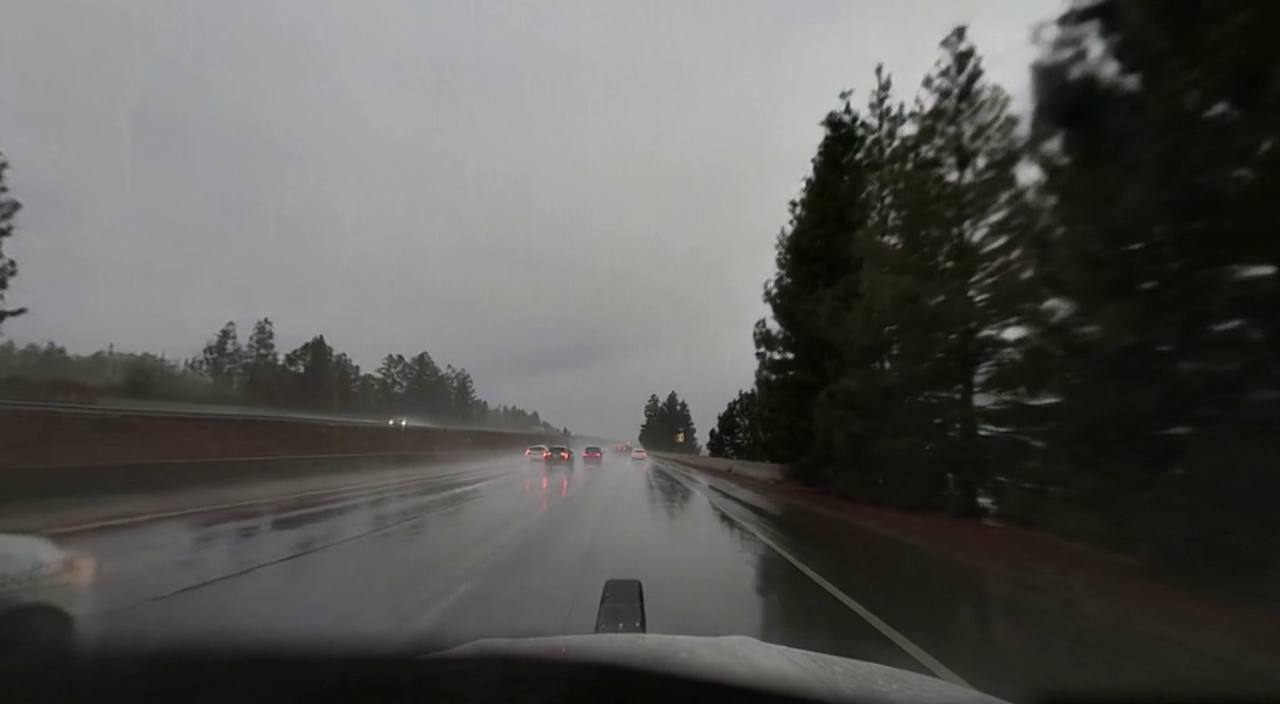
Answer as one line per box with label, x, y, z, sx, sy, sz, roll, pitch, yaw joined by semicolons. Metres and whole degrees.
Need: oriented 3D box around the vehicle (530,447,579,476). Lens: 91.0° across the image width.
vehicle;-4.674;6.028;34.933;2.120;1.458;4.031;0;-9;1
